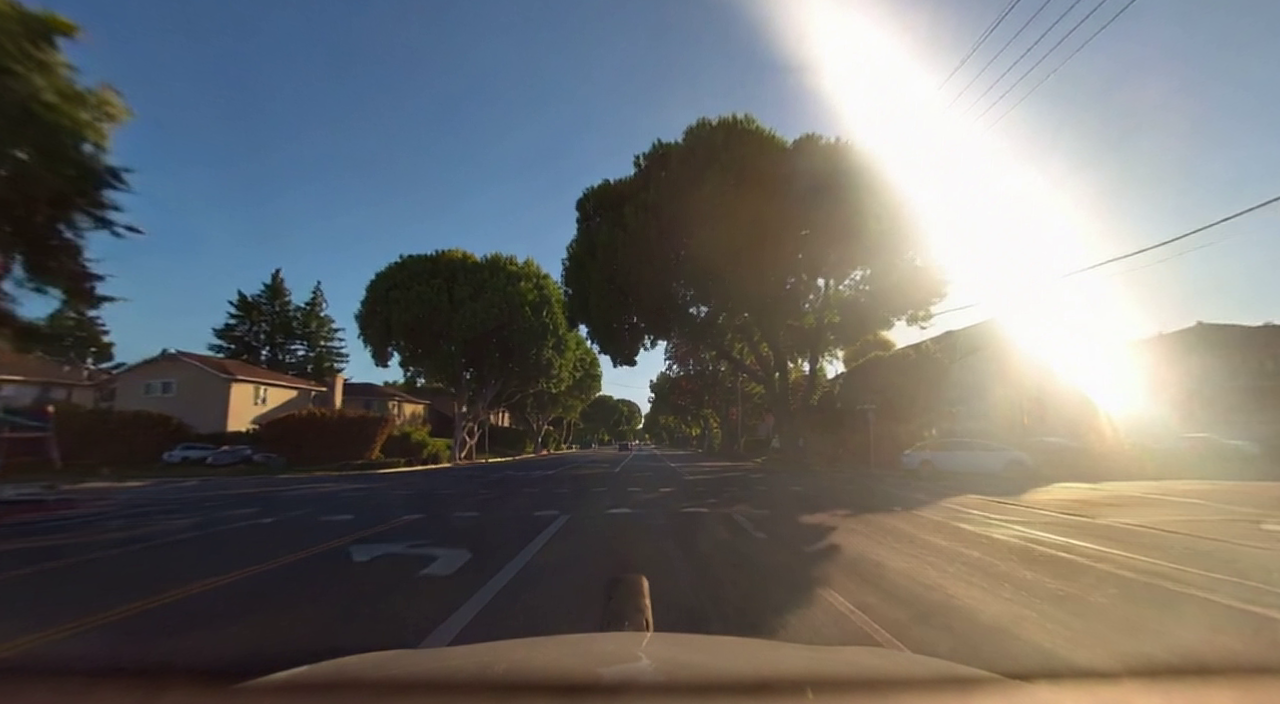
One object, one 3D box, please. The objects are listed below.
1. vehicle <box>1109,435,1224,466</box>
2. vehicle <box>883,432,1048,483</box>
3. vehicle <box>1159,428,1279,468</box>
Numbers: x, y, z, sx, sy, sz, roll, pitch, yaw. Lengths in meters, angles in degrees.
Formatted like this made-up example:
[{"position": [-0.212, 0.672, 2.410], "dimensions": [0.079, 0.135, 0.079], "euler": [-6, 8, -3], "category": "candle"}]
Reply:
[{"position": [27.037, 5.064, 32.621], "dimensions": [1.787, 1.465, 4.681], "euler": [0, -8, -2], "category": "vehicle"}, {"position": [11.124, 3.629, 21.775], "dimensions": [4.565, 1.600, 2.023], "euler": [0, -8, -5], "category": "vehicle"}, {"position": [29.612, 4.876, 32.136], "dimensions": [2.034, 1.878, 4.781], "euler": [0, -8, -2], "category": "vehicle"}]
